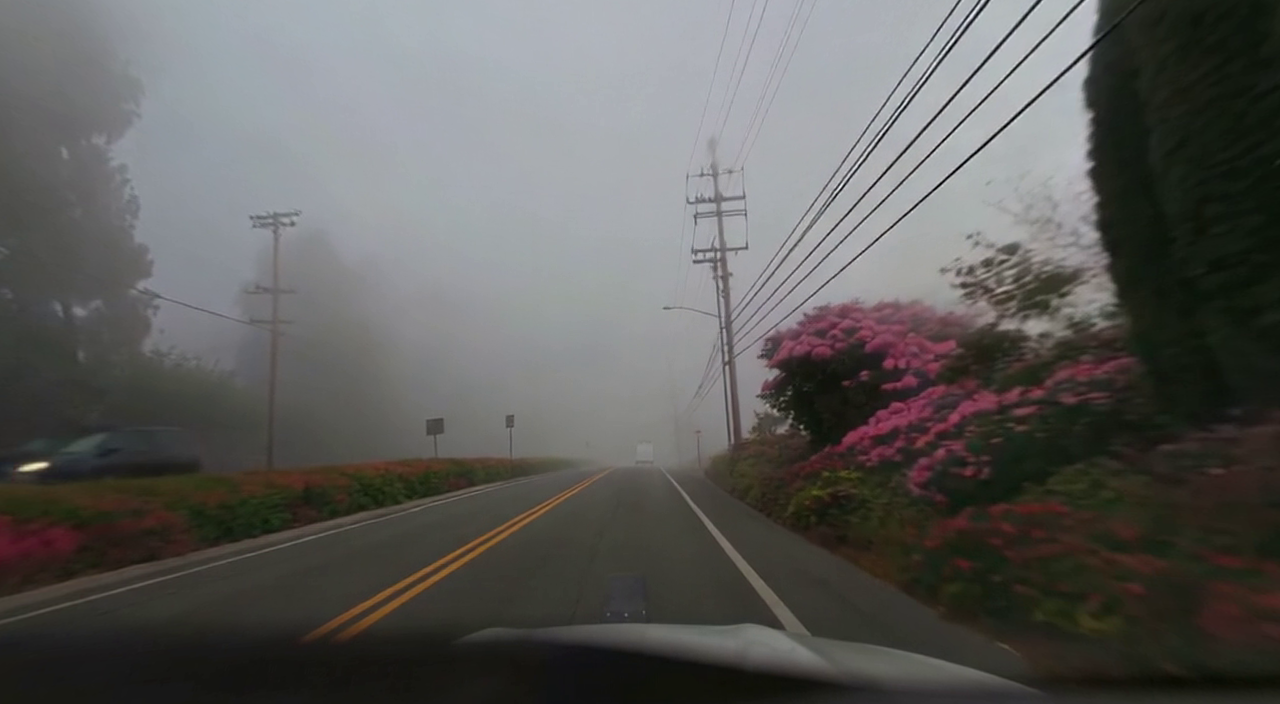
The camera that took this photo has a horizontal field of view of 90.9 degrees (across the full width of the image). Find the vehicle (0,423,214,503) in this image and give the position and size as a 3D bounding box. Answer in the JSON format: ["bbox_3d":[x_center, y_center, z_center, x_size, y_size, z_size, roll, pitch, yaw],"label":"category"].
[{"bbox_3d":[-15.115,3.023,17.600,2.266,1.851,5.789,0,-9,2],"label":"vehicle"}]
